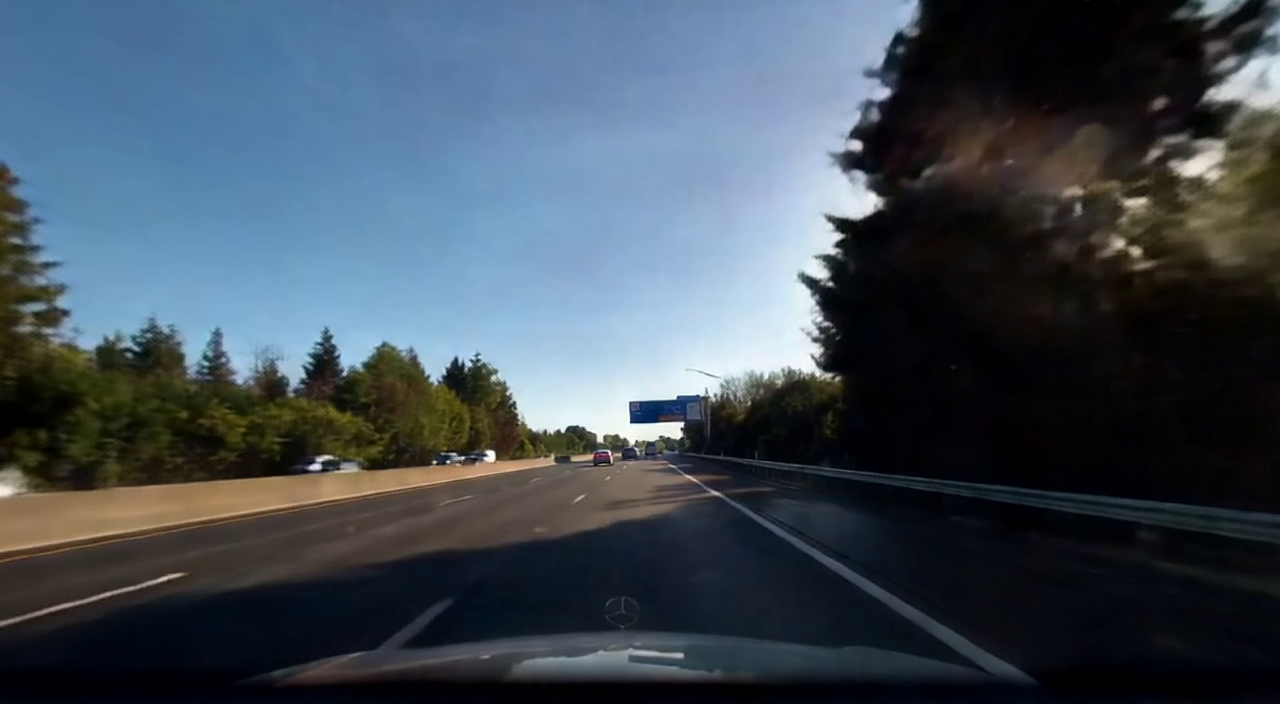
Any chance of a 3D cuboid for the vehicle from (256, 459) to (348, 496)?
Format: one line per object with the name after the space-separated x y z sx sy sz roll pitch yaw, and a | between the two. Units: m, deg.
-15.231 5.660 28.511 1.880 1.482 3.978 0 -9 1 | vehicle
